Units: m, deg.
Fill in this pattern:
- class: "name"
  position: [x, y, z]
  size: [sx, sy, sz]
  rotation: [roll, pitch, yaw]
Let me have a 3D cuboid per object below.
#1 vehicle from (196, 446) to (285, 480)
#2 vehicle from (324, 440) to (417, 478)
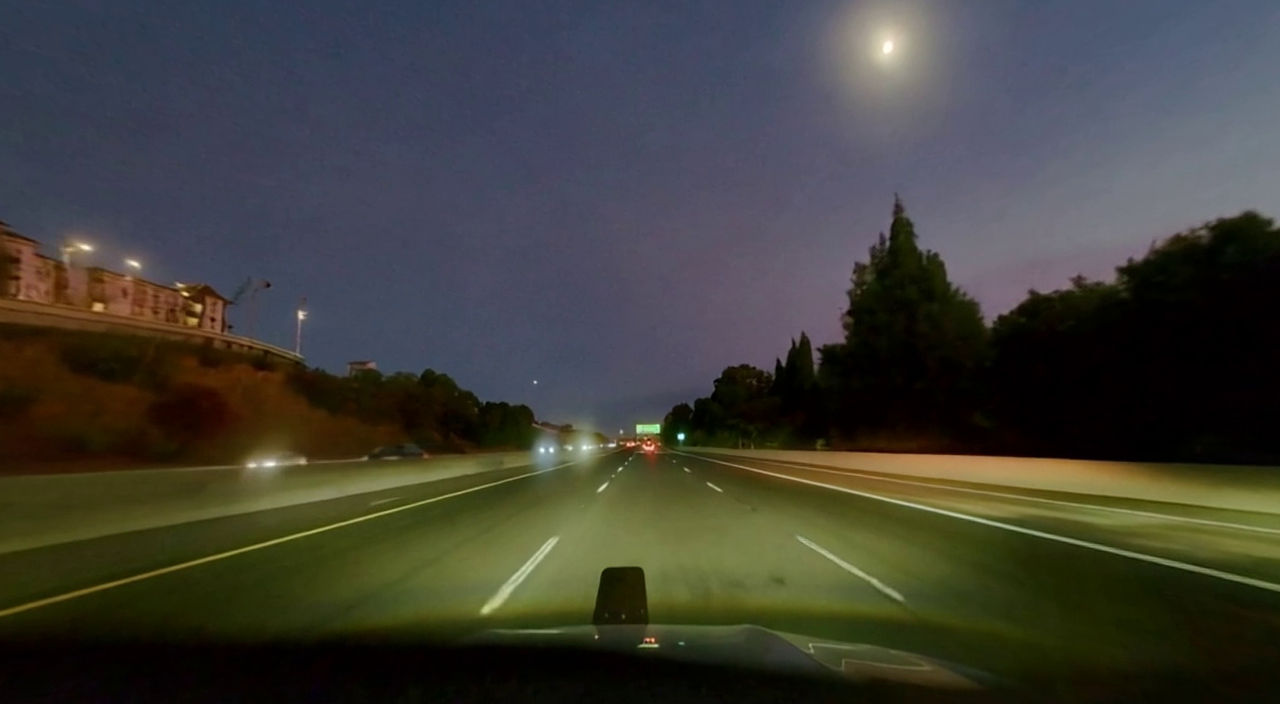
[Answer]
- class: "vehicle"
  position: [-21.209, 5.870, 33.723]
  size: [1.873, 1.666, 4.269]
  rotation: [0, -8, 0]
- class: "vehicle"
  position: [-11.674, 4.639, 27.650]
  size: [2.119, 1.544, 4.304]
  rotation: [0, -8, 1]
